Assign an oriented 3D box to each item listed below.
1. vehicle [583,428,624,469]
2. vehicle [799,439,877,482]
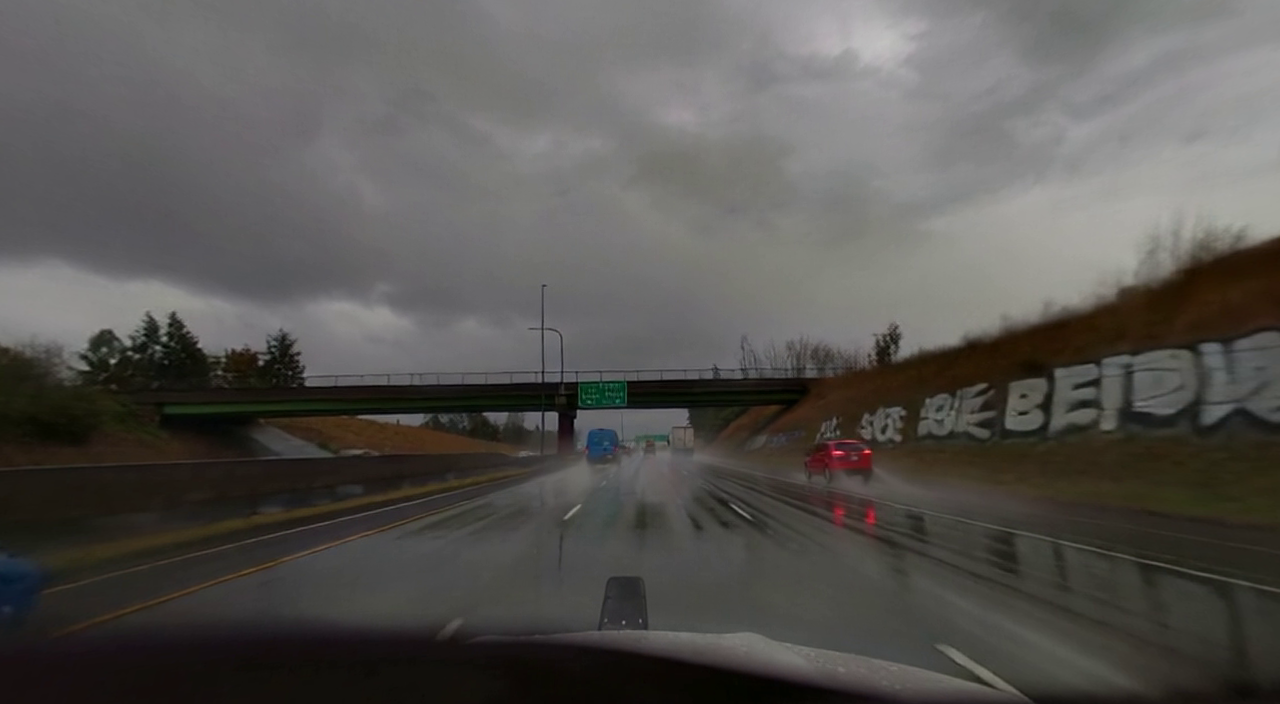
[{"bbox_3d":[-2.437,6.633,43.347,2.451,2.627,5.868,0,-9,0],"label":"vehicle"},{"bbox_3d":[8.367,4.628,27.033,1.936,1.664,4.198,0,-9,-1],"label":"vehicle"}]
